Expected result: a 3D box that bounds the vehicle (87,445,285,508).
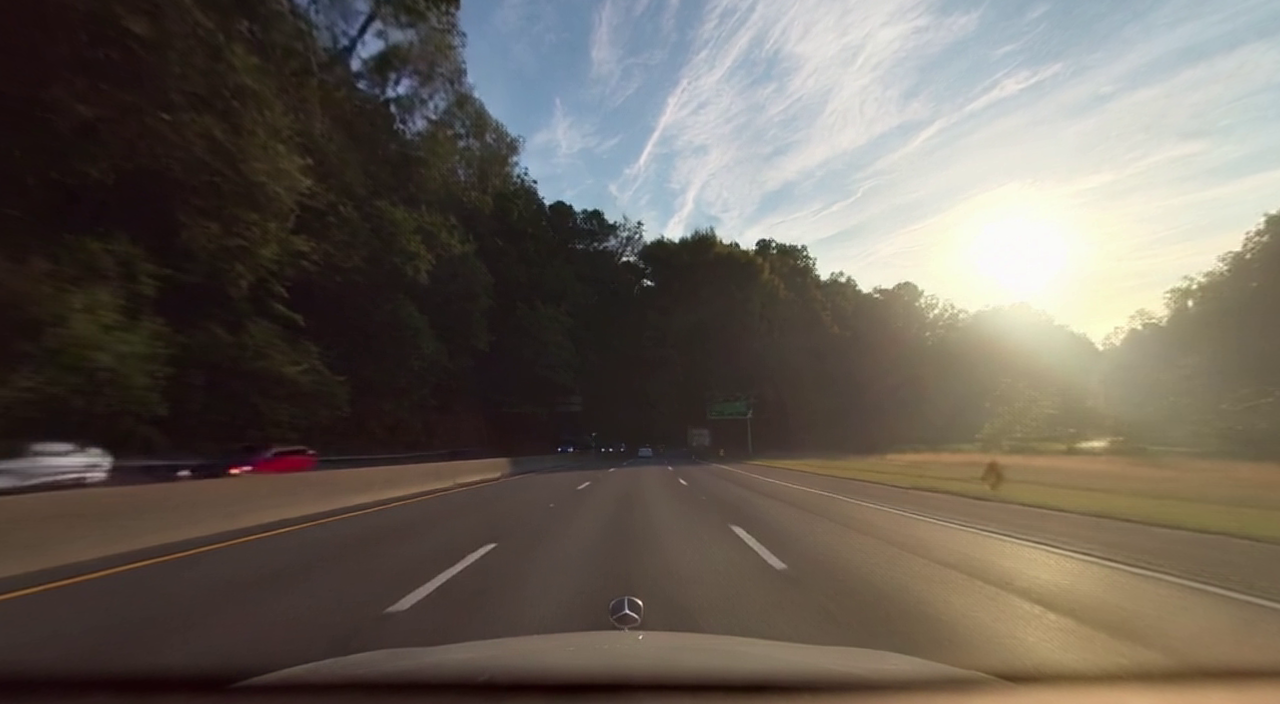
[{"bbox_3d":[-11.966,3.277,17.080,2.024,1.464,4.388,0,-9,1],"label":"vehicle"}]
